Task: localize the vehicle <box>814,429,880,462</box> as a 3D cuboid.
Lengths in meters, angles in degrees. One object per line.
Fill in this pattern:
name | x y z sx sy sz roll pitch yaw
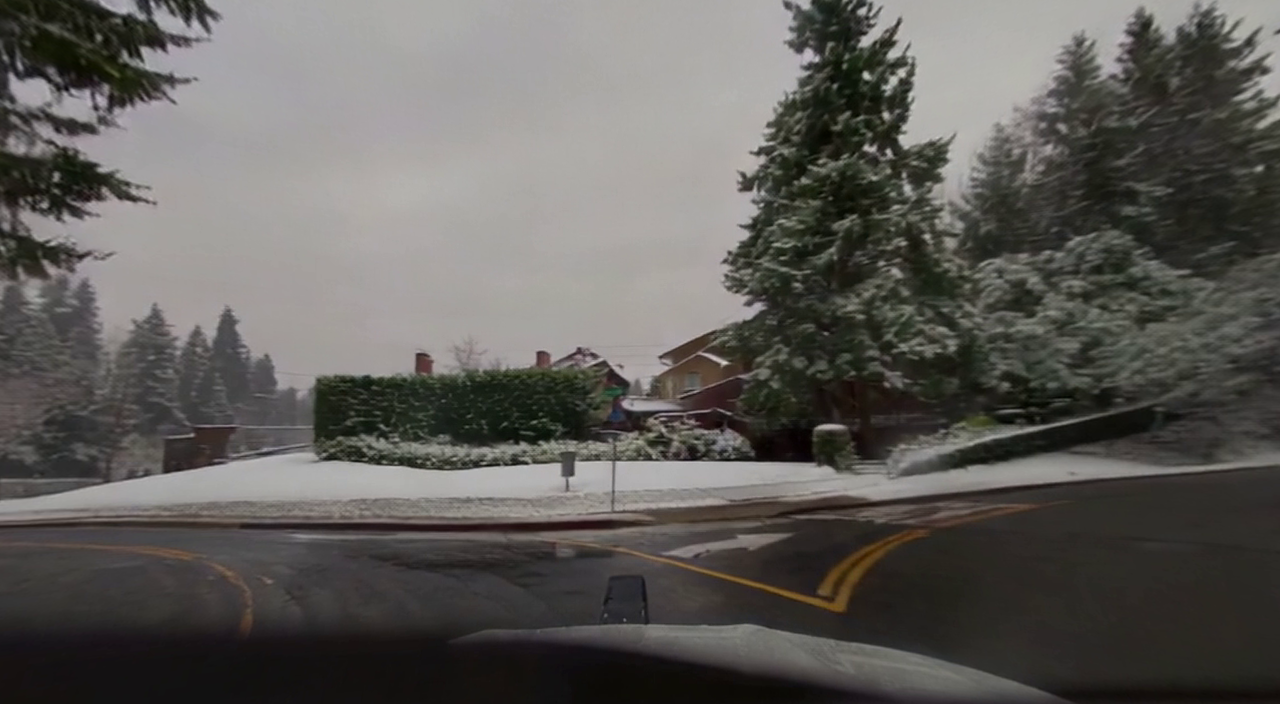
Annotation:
vehicle | 10.332 4.707 31.735 1.802 1.548 3.501 0 -9 -5
